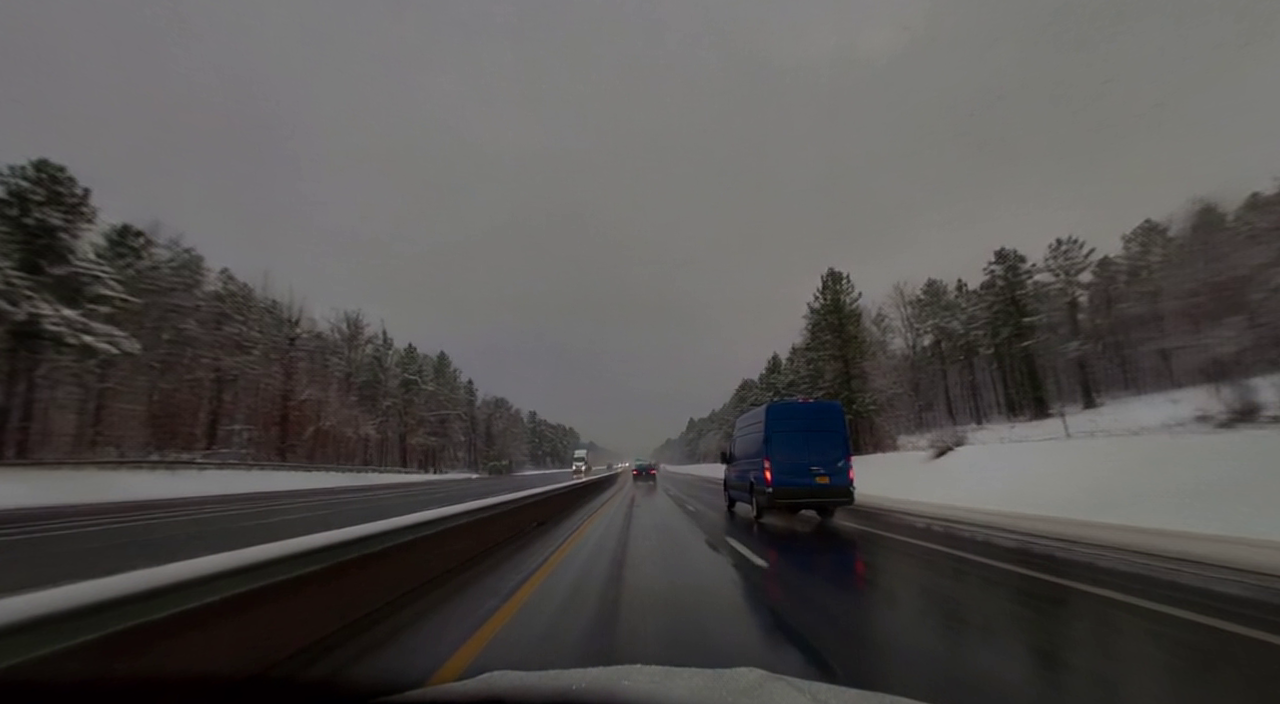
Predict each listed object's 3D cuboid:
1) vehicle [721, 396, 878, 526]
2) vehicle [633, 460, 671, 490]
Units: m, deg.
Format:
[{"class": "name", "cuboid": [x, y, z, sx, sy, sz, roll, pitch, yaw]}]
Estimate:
[{"class": "vehicle", "cuboid": [4.147, 3.173, 18.189, 2.563, 2.975, 6.941, 1, -11, -1]}, {"class": "vehicle", "cuboid": [0.725, 7.559, 38.839, 2.212, 1.717, 4.452, 1, -10, 1]}]
